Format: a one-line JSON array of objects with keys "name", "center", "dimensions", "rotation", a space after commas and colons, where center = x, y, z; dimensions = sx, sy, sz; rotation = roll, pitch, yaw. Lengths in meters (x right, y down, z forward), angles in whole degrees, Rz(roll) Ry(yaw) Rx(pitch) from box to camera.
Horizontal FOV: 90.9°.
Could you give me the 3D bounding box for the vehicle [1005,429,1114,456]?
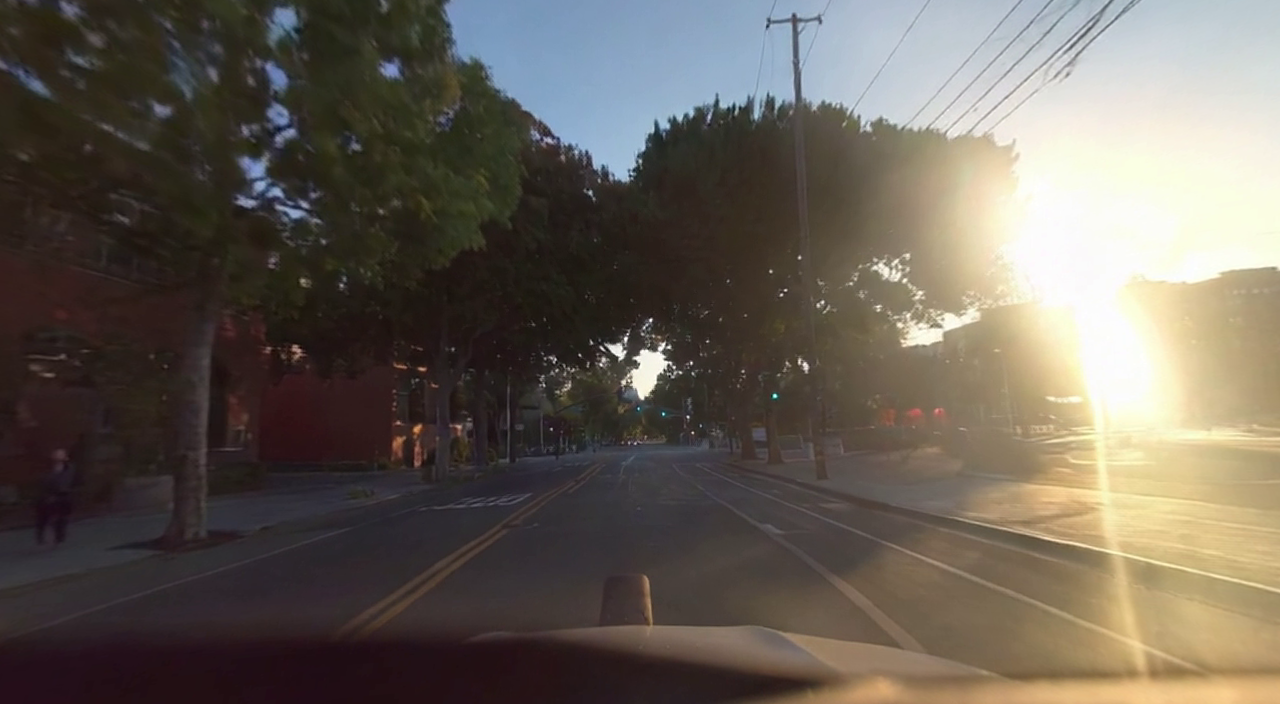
[{"name": "vehicle", "center": [28.697, 6.231, 43.299], "dimensions": [1.981, 1.712, 5.765], "rotation": [6, -10, -38]}]
